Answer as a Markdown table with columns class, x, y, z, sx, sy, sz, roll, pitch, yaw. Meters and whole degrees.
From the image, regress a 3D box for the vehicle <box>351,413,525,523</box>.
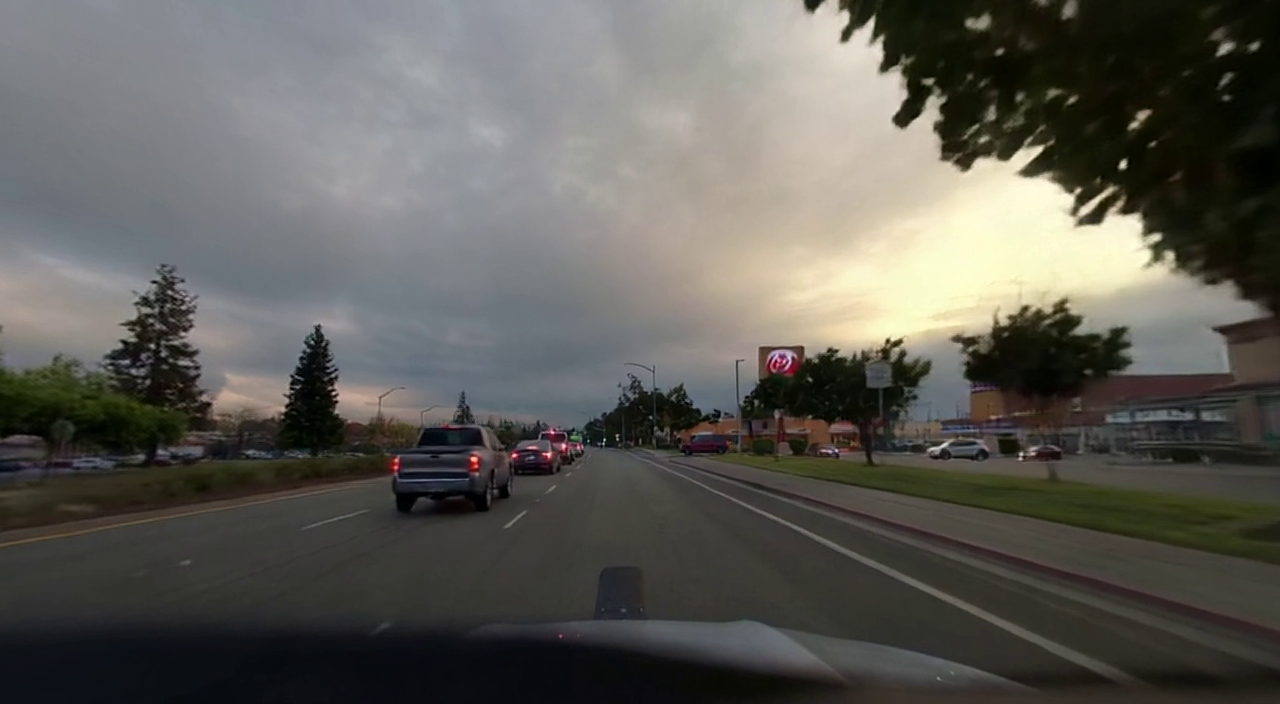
| class | x | y | z | sx | sy | sz | roll | pitch | yaw |
| --- | --- | --- | --- | --- | --- | --- | --- | --- | --- |
| vehicle | -4.004 | 2.396 | 13.573 | 2.222 | 1.899 | 5.006 | 0 | -8 | -2 |

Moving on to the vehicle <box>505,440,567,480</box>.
| class | x | y | z | sx | sy | sz | roll | pitch | yaw |
| --- | --- | --- | --- | --- | --- | --- | --- | --- | --- |
| vehicle | -4.051 | 4.254 | 25.099 | 2.113 | 1.446 | 4.309 | 1 | -8 | -5 |
